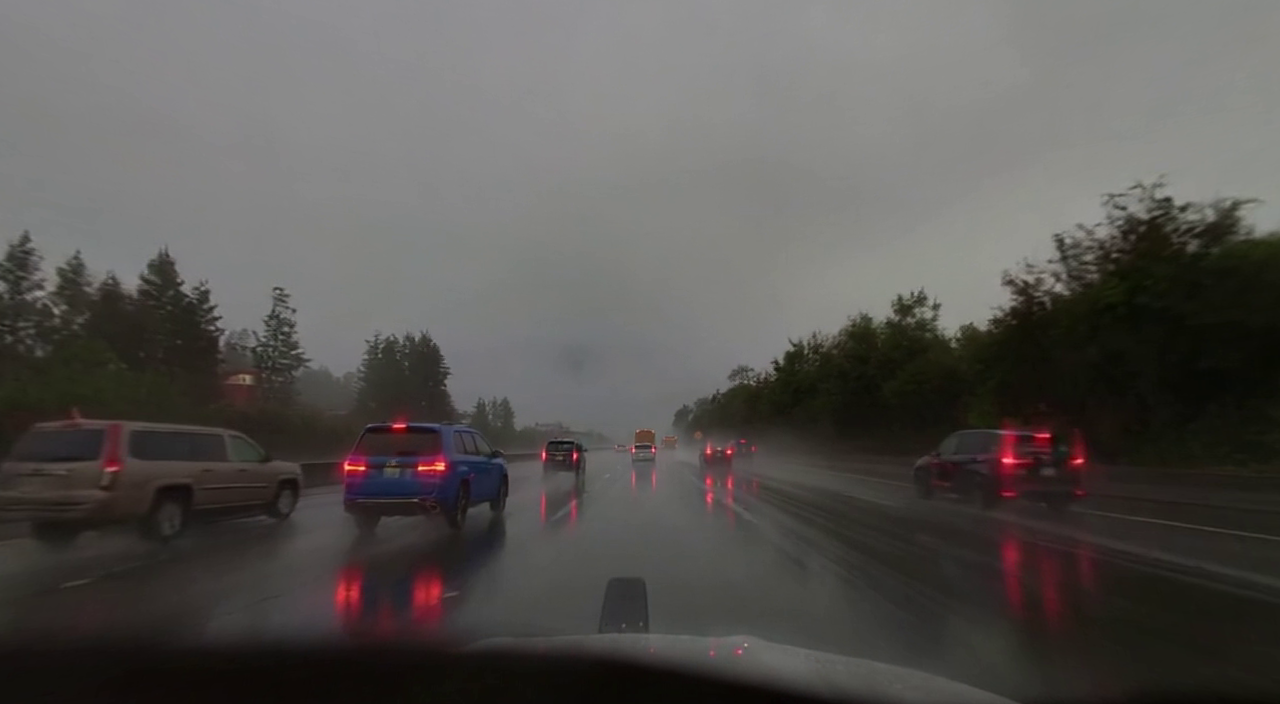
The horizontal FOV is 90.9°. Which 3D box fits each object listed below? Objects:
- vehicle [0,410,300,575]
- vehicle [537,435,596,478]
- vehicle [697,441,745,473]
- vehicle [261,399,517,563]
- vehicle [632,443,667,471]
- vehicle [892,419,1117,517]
[{"bbox_3d":[-7.593,1.938,9.584,2.072,1.852,4.760,-1,-8,2],"label":"vehicle"},{"bbox_3d":[-3.422,4.966,30.195,2.155,1.843,4.567,0,-8,1],"label":"vehicle"},{"bbox_3d":[4.438,5.856,35.377,2.050,1.661,4.636,0,-8,-1],"label":"vehicle"},{"bbox_3d":[-3.386,1.845,9.699,2.016,1.898,4.458,0,-8,1],"label":"vehicle"},{"bbox_3d":[0.558,6.342,38.265,2.042,1.632,3.654,0,-8,1],"label":"vehicle"},{"bbox_3d":[8.138,2.647,14.926,2.227,1.895,5.197,0,-8,0],"label":"vehicle"}]
